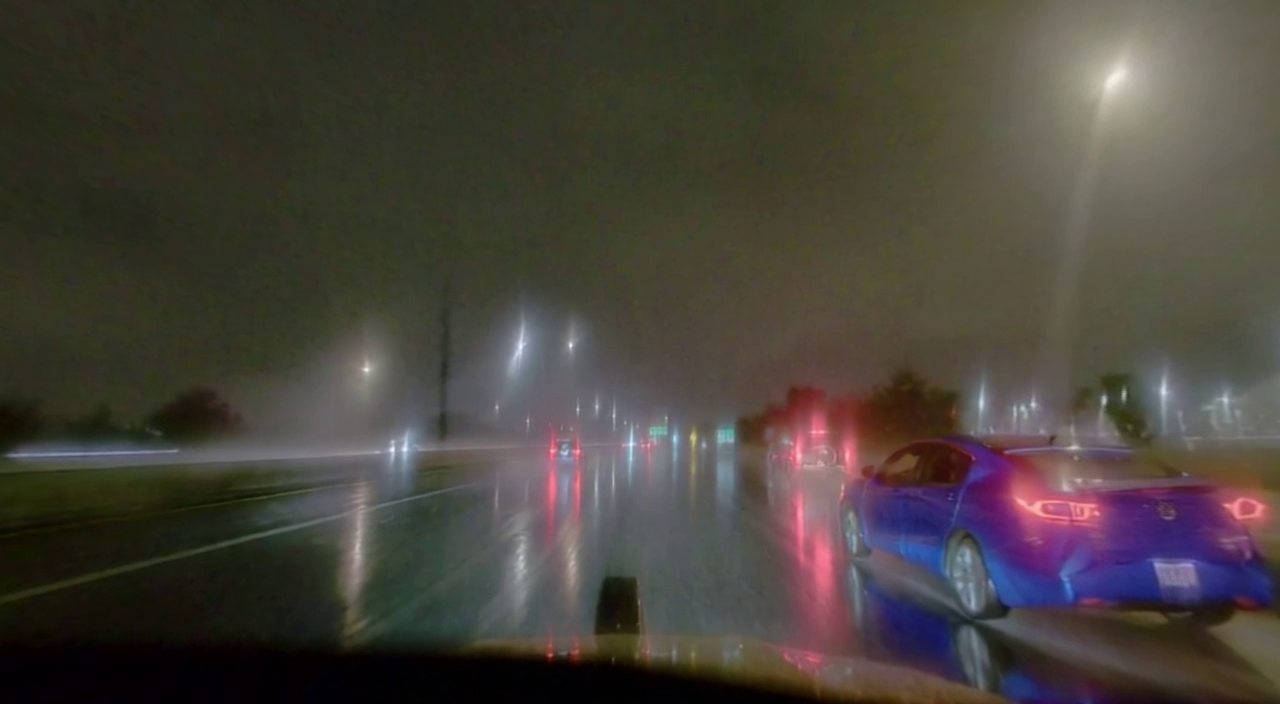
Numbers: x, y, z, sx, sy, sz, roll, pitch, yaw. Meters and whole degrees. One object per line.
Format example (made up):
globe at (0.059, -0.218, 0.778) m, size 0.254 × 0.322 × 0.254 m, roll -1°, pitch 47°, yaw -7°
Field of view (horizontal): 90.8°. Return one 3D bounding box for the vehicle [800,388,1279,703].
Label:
vehicle at (3.008, 1.289, 5.069) m, size 2.107 × 1.550 × 4.949 m, roll 0°, pitch -8°, yaw -1°

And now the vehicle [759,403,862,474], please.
vehicle at (8.451, 4.506, 32.603) m, size 2.798 × 3.172 × 8.403 m, roll 0°, pitch -9°, yaw -1°

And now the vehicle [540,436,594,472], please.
vehicle at (-3.794, 5.399, 33.639) m, size 2.193 × 1.746 × 4.512 m, roll 0°, pitch -8°, yaw 1°
